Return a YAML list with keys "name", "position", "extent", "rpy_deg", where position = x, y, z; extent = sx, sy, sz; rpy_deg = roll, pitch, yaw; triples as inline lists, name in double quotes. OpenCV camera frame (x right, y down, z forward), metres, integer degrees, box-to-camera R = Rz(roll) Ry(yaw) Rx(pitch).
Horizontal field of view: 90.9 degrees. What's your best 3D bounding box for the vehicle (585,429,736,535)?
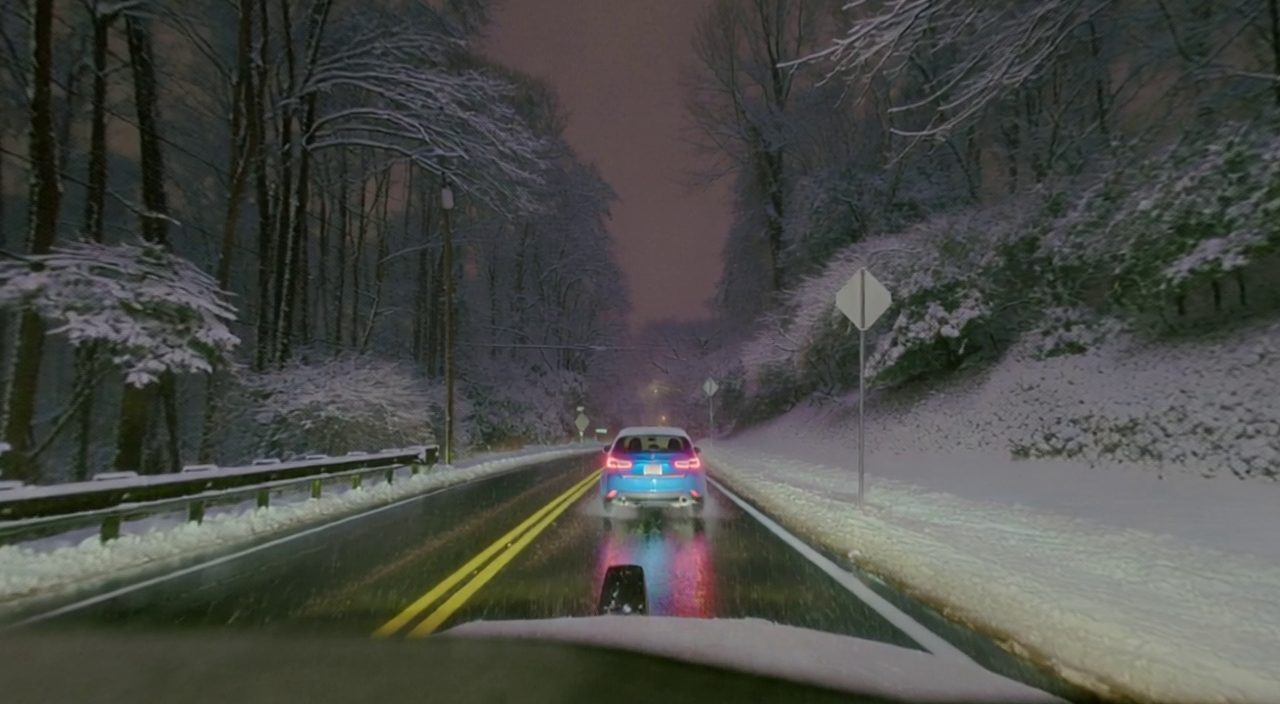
- name: "vehicle"
  position: [0.311, 2.168, 11.071]
  extent: [2.187, 1.533, 3.726]
  rpy_deg: [0, -8, 1]
